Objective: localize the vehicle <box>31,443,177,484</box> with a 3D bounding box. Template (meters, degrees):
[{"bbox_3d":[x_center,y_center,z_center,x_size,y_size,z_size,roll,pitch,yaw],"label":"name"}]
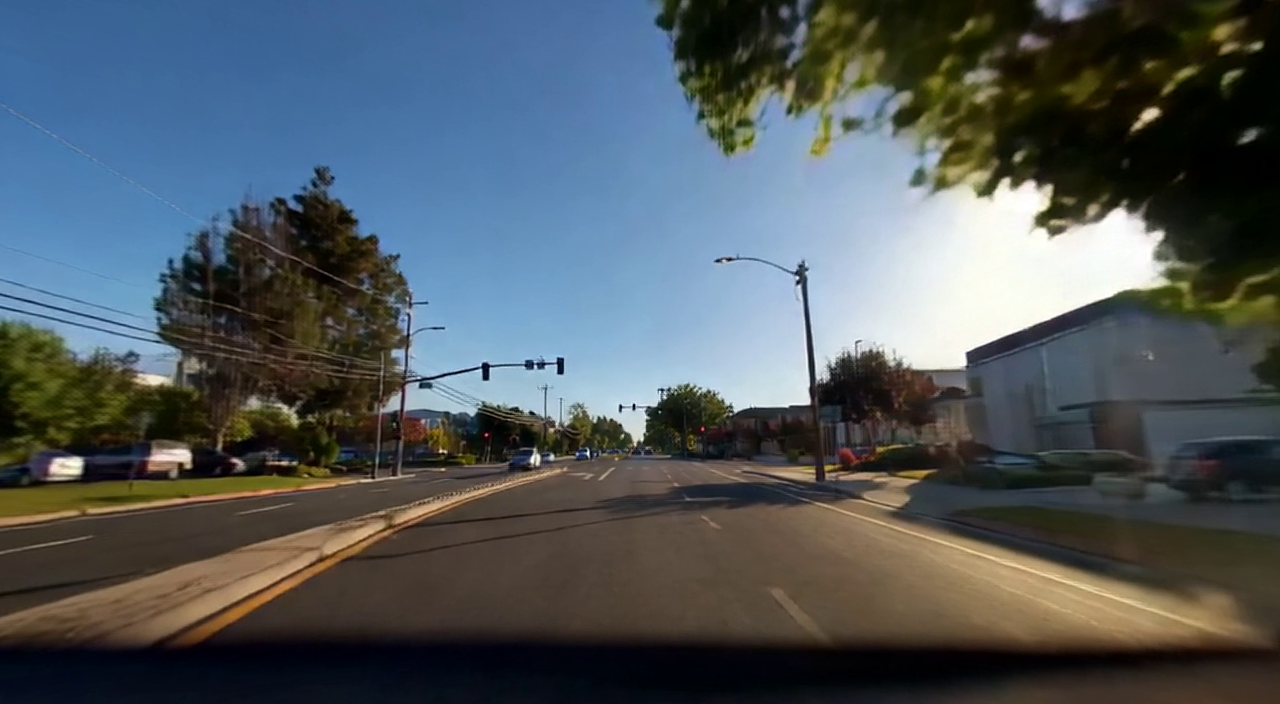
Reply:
[{"bbox_3d":[-23.885,4.983,28.205,4.552,1.721,2.117,0,-9,0],"label":"vehicle"}]

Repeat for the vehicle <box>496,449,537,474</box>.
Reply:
[{"bbox_3d":[-8.697,7.732,44.858,1.986,1.665,4.284,-1,-9,1],"label":"vehicle"}]

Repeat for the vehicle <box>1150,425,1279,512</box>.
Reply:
[{"bbox_3d":[14.267,2.544,14.124,4.276,1.703,2.088,2,-9,-14],"label":"vehicle"}]
